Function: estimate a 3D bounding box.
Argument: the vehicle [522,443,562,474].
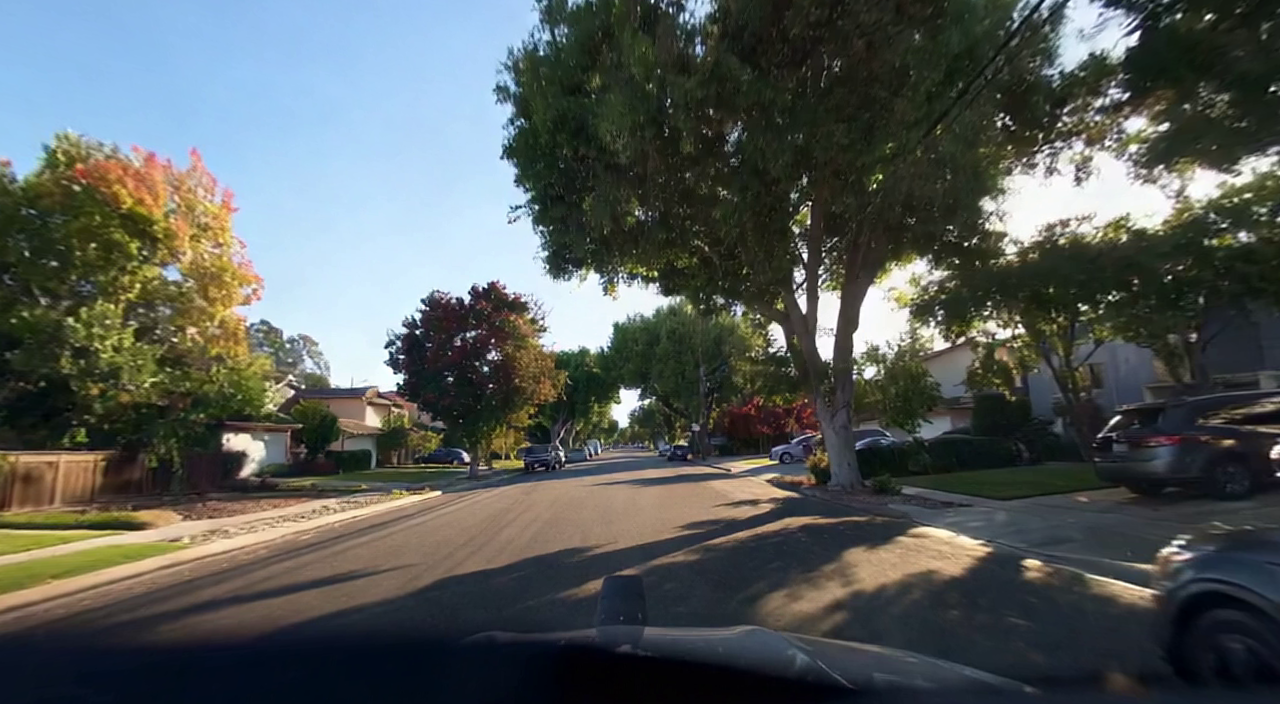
[{"bbox_3d":[-6.336,6.878,41.183,2.035,1.736,3.955,-2,-7,-1],"label":"vehicle"}]

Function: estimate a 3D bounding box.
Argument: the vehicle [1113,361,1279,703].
[{"bbox_3d":[3.523,0.640,1.021,2.054,1.638,4.489,0,-8,1],"label":"vehicle"}]

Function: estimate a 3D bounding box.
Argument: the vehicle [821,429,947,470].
[{"bbox_3d":[10.923,4.407,28.608,4.782,1.748,2.106,0,-9,1],"label":"vehicle"}]
